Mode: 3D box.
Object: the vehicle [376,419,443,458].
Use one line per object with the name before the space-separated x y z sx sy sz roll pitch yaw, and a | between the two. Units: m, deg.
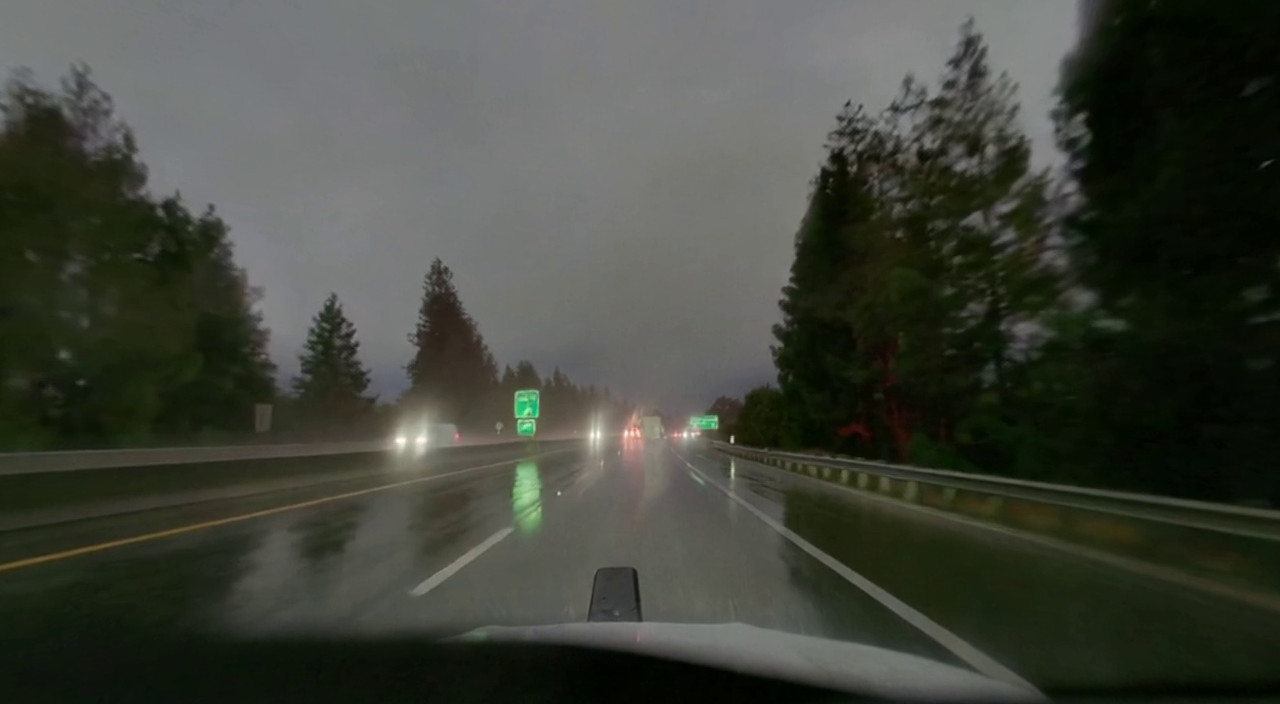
vehicle | -16.286 6.154 45.064 2.216 2.530 6.587 0 -8 1
